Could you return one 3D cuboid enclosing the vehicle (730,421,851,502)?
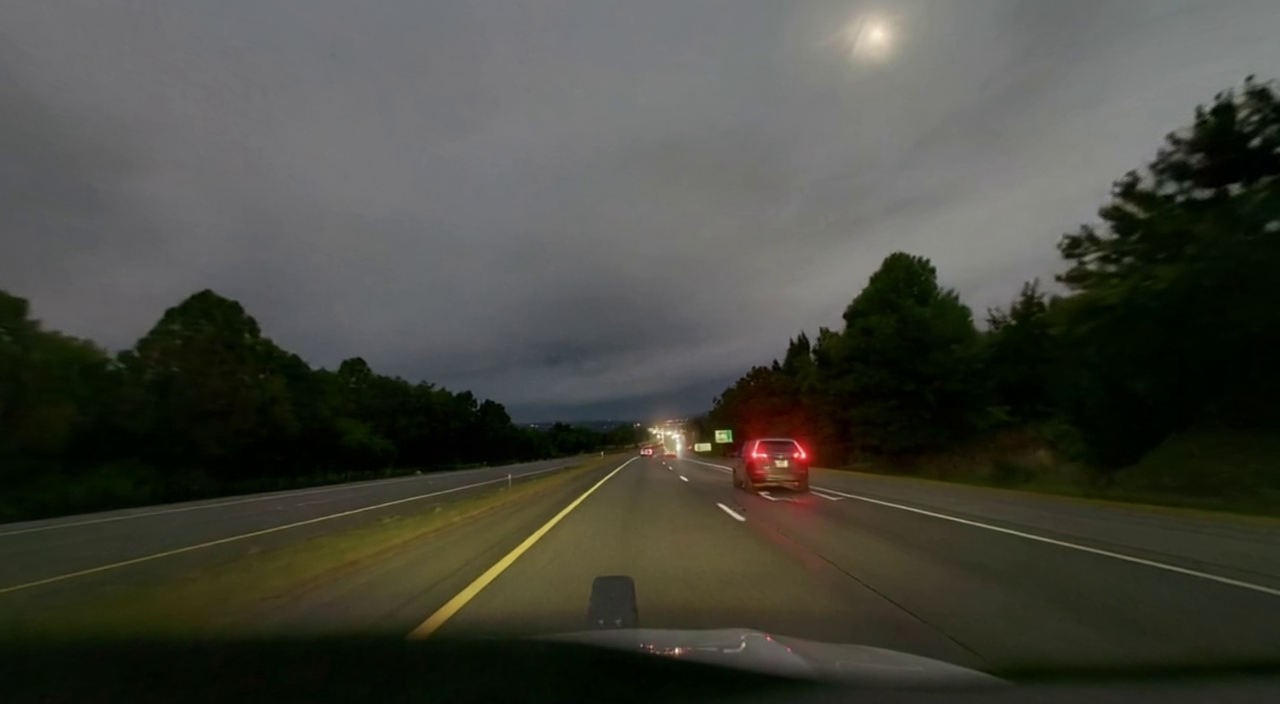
[{"bbox_3d":[4.119,3.121,18.304,2.189,2.007,4.872,0,-9,-1],"label":"vehicle"}]
